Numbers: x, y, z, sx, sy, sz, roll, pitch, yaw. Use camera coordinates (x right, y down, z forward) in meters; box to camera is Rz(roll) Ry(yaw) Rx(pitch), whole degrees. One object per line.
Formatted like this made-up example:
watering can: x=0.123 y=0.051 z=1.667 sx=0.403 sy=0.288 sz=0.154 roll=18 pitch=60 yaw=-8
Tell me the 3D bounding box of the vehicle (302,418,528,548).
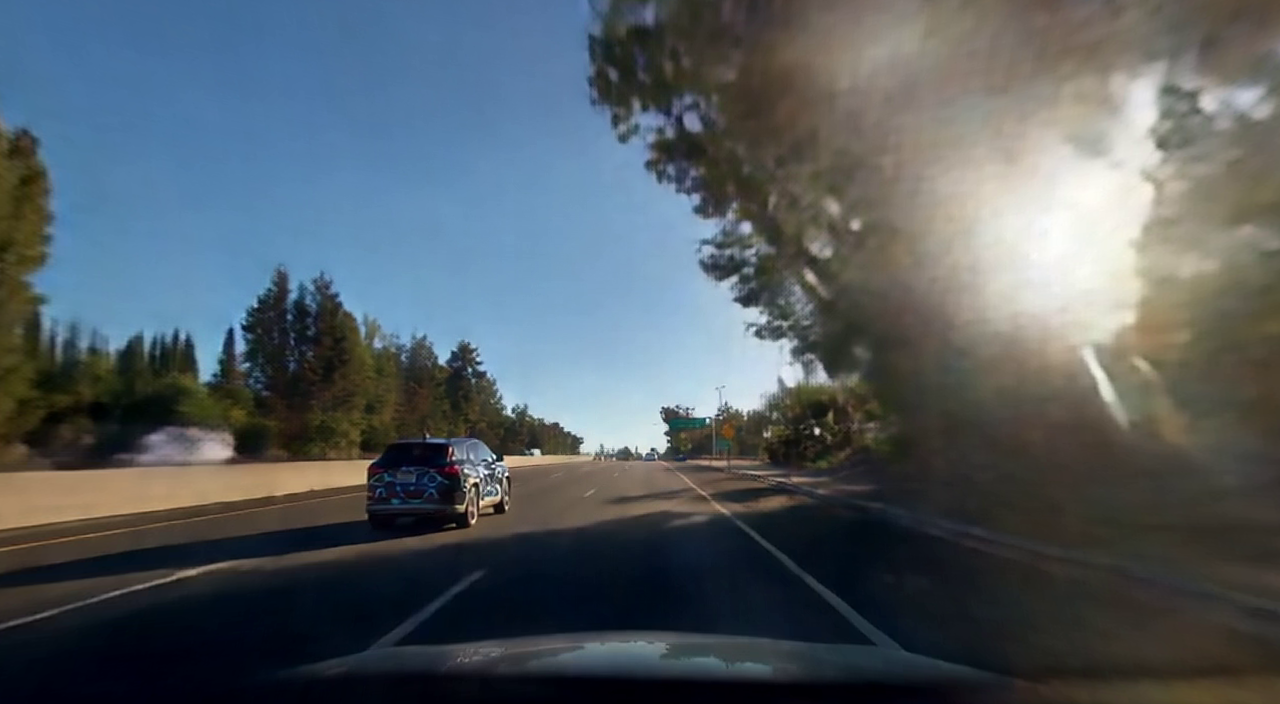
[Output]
vehicle: x=-3.573 y=2.176 z=11.217 sx=2.183 sy=1.803 sz=4.685 roll=0 pitch=-8 yaw=1
